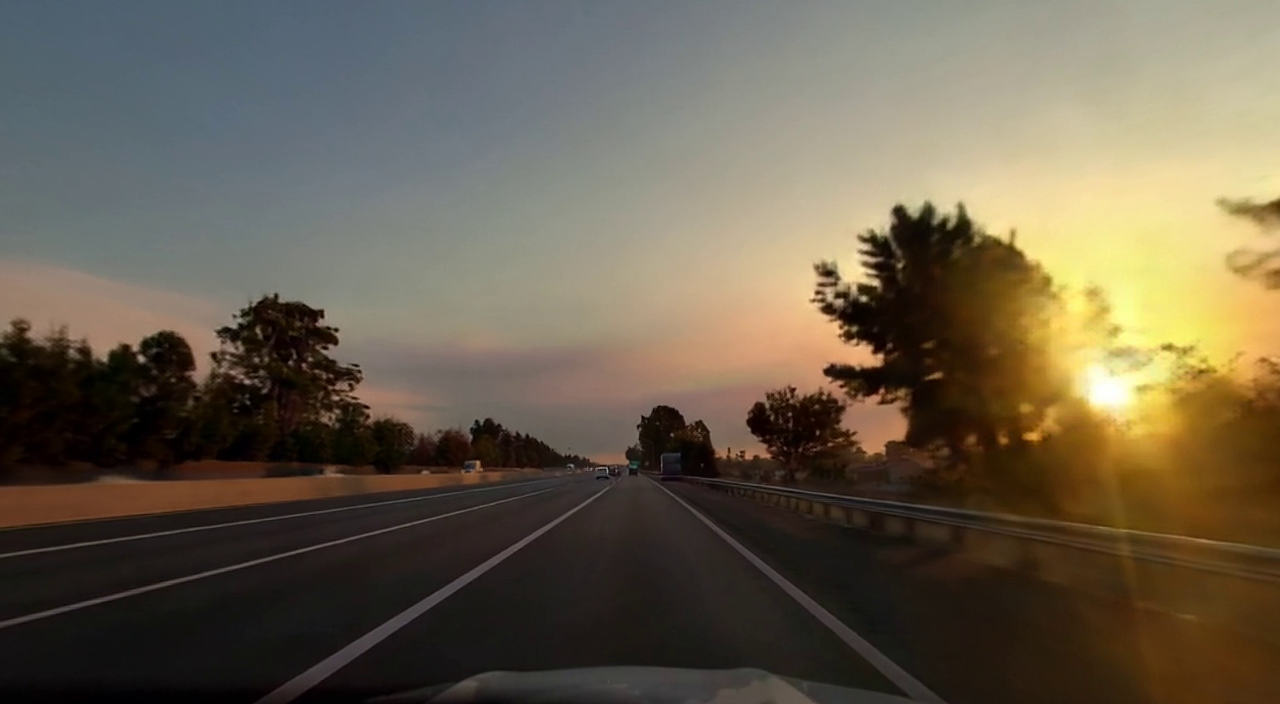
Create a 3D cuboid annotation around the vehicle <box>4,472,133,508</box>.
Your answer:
[{"bbox_3d":[-26.667,6.434,29.665,1.857,1.530,4.453,1,-10,0],"label":"vehicle"}]
